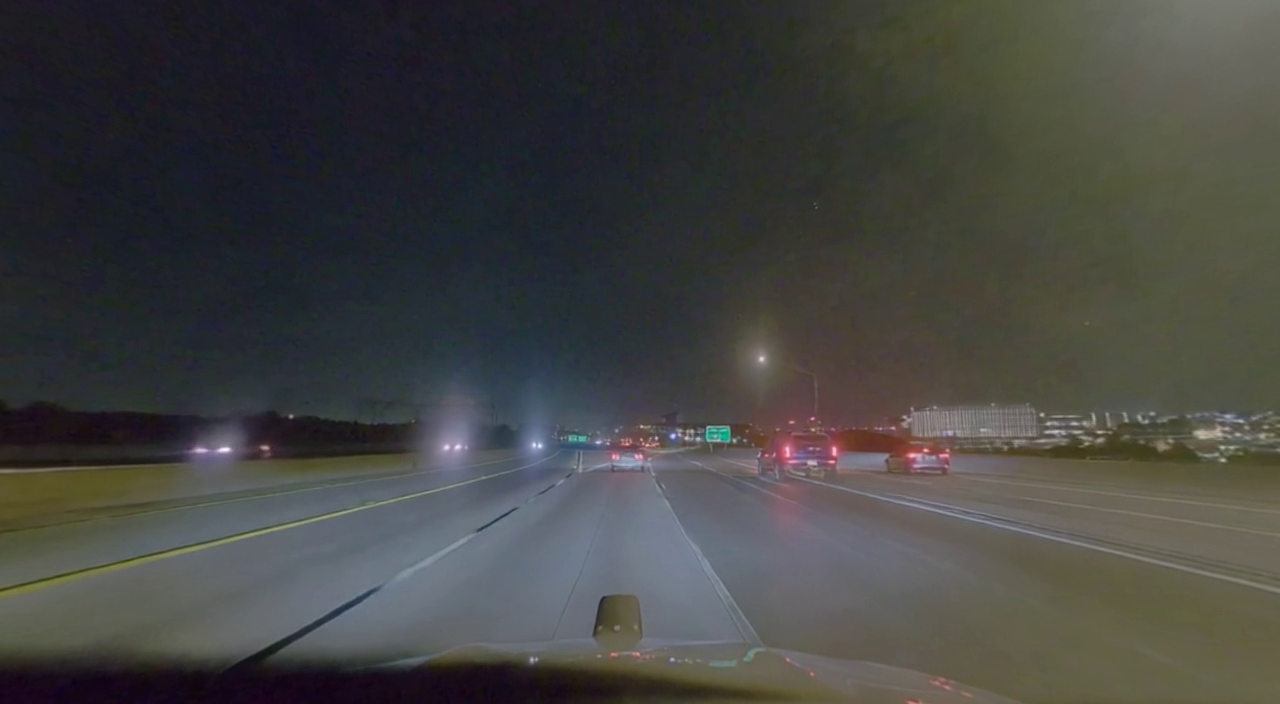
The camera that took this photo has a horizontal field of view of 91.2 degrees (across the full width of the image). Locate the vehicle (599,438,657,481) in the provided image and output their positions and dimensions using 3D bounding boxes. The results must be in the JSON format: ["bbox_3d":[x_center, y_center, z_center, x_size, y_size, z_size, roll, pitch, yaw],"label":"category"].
[{"bbox_3d":[-0.391,4.136,24.405,2.055,1.509,4.255,0,-9,1],"label":"vehicle"}]

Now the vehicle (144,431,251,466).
[{"bbox_3d":[-21.902,4.839,31.304,1.957,1.597,4.605,0,-9,1],"label":"vehicle"}]
